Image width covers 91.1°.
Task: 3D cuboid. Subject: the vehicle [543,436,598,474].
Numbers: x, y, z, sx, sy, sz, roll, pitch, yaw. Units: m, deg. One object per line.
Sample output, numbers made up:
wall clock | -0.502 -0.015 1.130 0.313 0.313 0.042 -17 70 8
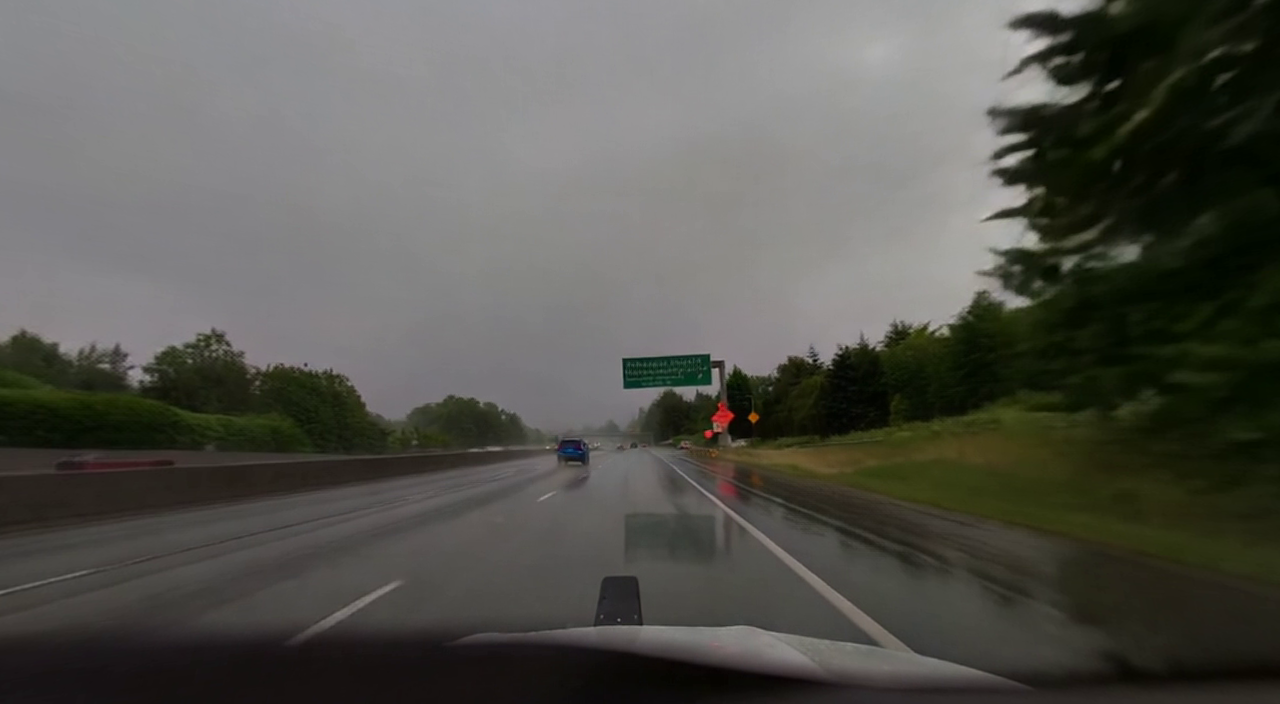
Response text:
vehicle | -3.285 4.953 30.443 2.125 1.662 4.336 -1 -8 1
